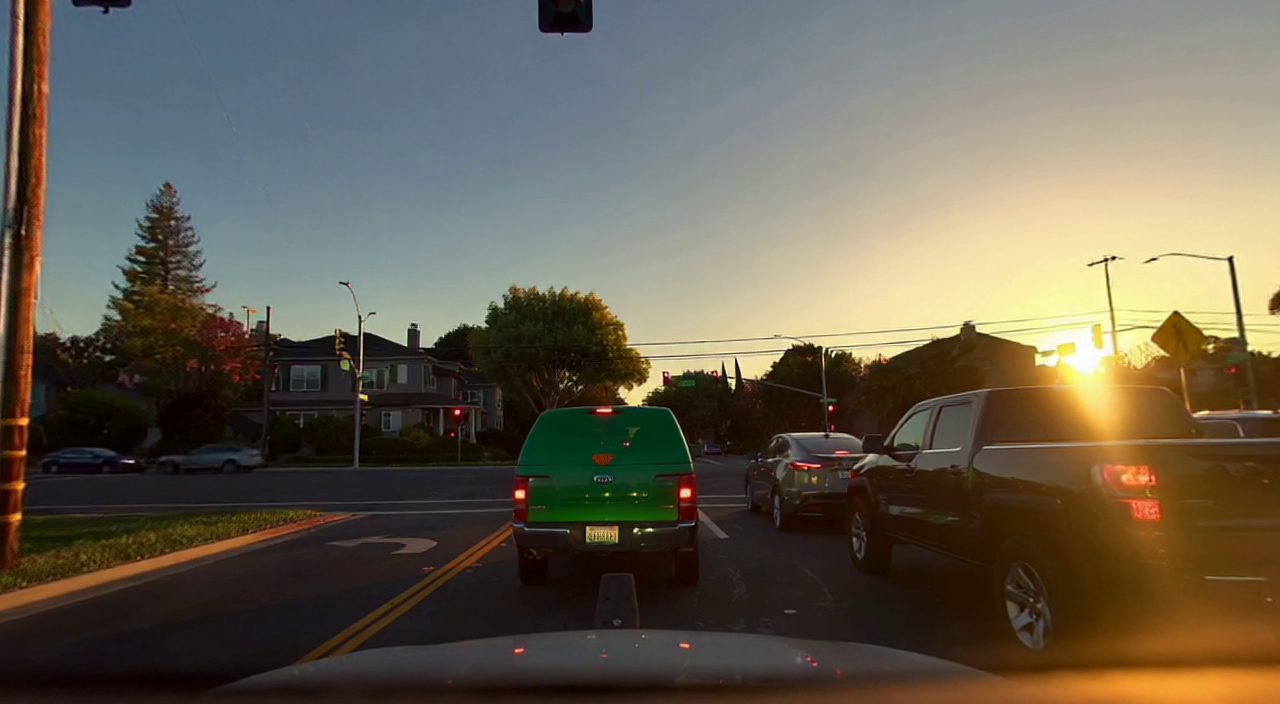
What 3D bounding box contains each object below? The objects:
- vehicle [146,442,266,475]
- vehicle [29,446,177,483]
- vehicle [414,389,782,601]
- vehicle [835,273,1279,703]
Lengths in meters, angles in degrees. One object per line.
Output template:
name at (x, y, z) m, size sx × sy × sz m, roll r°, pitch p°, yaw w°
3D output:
vehicle at (-21.059, 5.167, 30.820) m, size 4.404 × 1.534 × 1.704 m, roll 1°, pitch -8°, yaw -9°
vehicle at (-22.867, 4.786, 27.075) m, size 4.533 × 1.350 × 1.714 m, roll 0°, pitch -7°, yaw -9°
vehicle at (-0.285, 1.396, 6.681) m, size 3.379 × 1.780 × 1.915 m, roll -2°, pitch -8°, yaw 11°
vehicle at (2.976, 0.947, 3.869) m, size 1.886 × 1.849 × 5.070 m, roll 0°, pitch -8°, yaw -1°
